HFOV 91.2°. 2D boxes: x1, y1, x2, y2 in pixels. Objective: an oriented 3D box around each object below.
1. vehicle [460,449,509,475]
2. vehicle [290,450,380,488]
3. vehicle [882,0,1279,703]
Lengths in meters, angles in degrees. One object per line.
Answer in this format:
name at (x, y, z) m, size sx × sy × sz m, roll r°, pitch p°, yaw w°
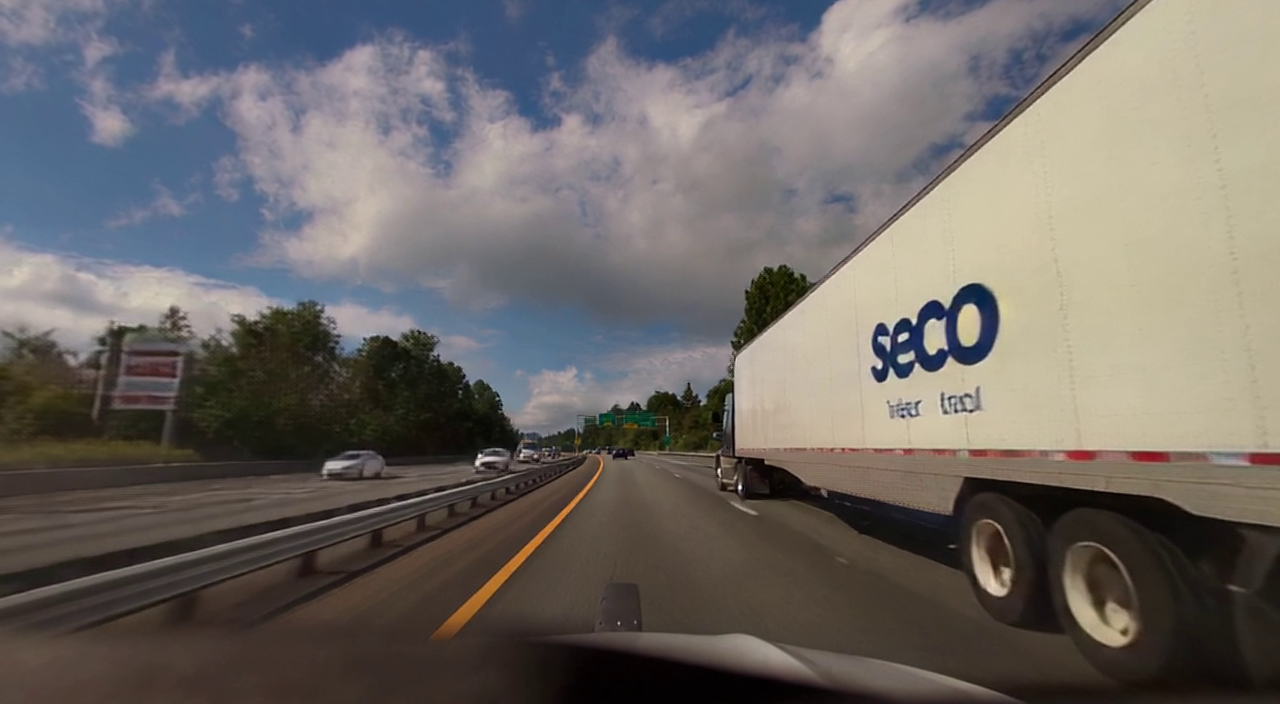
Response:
vehicle at (-10.009, 7.108, 40.780) m, size 2.095 × 1.529 × 4.706 m, roll 0°, pitch -9°, yaw -1°
vehicle at (-13.283, 5.080, 27.609) m, size 1.832 × 1.481 × 4.339 m, roll 0°, pitch -9°, yaw 0°
vehicle at (4.500, -0.219, 3.433) m, size 2.892 × 3.928 × 8.380 m, roll 0°, pitch -9°, yaw 0°
